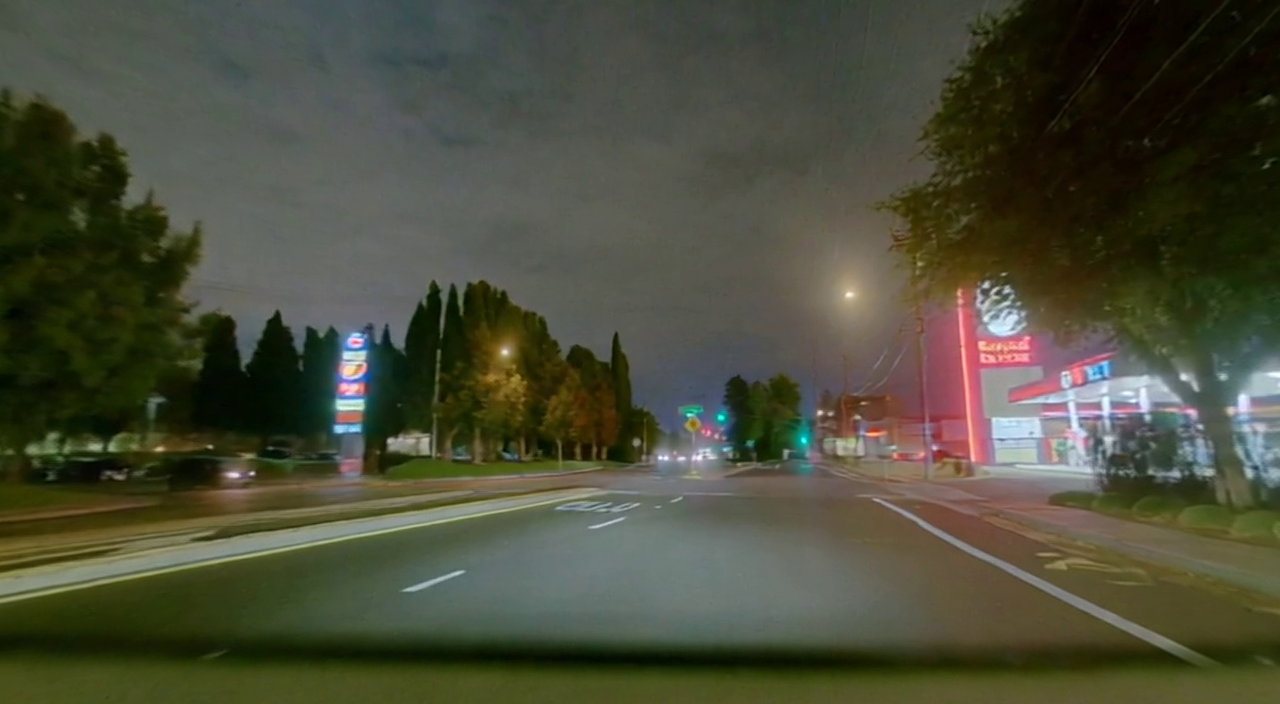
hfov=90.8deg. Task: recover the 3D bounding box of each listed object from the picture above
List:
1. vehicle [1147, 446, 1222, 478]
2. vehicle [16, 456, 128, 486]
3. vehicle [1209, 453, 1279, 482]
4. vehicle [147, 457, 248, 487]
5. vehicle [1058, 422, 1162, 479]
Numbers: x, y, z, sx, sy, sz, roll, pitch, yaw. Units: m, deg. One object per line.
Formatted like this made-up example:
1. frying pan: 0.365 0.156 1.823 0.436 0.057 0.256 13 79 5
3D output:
1. vehicle: 37.461 7.621 43.604 2.140 1.823 4.721 2 -12 17
2. vehicle: -32.655 6.823 36.379 4.538 1.545 2.021 0 -8 2
3. vehicle: 34.288 6.384 35.211 2.113 1.461 3.997 -2 -8 14
4. vehicle: -24.658 6.649 35.245 4.353 1.486 1.991 -1 -8 10
5. vehicle: 26.690 5.605 36.218 2.642 2.930 5.826 -2 -8 15
